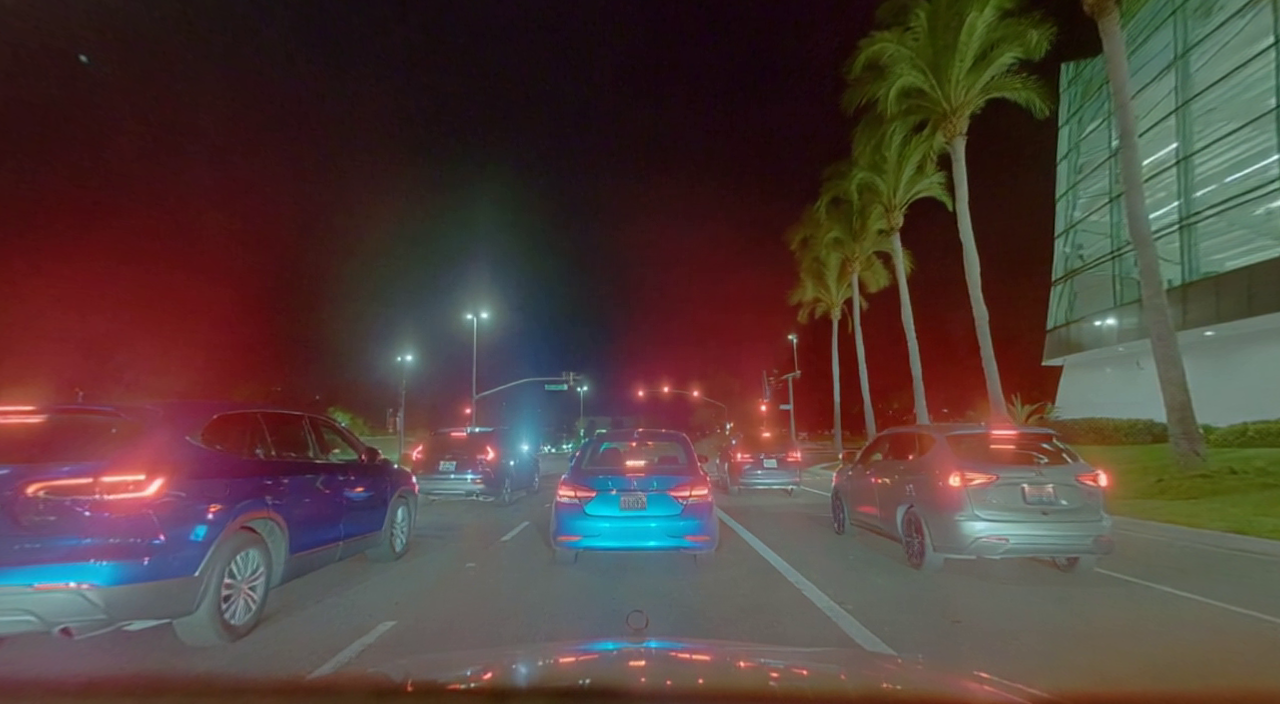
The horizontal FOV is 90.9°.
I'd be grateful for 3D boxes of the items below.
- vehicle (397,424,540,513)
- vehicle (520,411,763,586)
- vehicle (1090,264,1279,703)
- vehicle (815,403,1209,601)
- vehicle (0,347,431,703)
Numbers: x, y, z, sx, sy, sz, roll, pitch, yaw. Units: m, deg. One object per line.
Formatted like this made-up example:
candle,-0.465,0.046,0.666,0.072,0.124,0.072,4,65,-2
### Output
vehicle,-3.460,2.422,13.523,1.917,1.631,3.768,0,-8,1
vehicle,-0.037,1.668,8.004,2.219,1.586,4.321,0,-8,-1
vehicle,2.983,0.436,0.305,2.117,1.879,4.715,0,-8,2
vehicle,3.842,1.626,7.727,2.064,1.696,4.431,0,-8,-1
vehicle,-3.541,1.175,5.396,2.014,1.775,4.404,0,-8,-1
